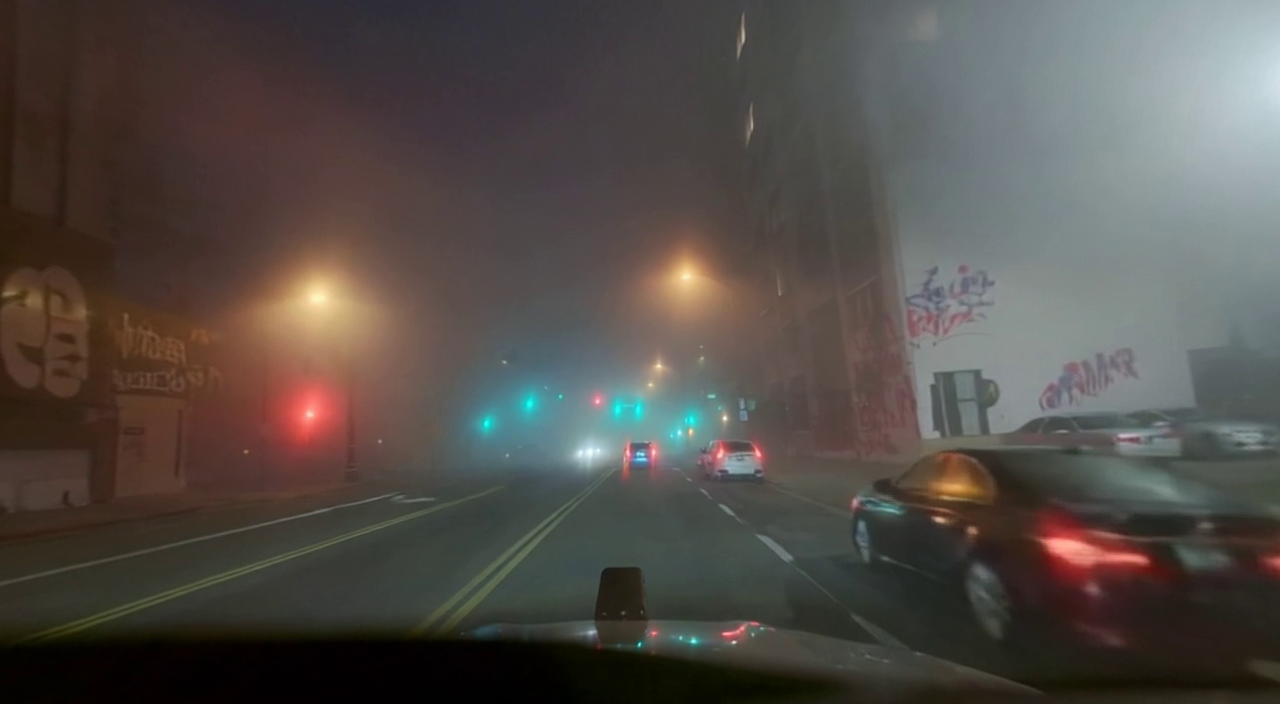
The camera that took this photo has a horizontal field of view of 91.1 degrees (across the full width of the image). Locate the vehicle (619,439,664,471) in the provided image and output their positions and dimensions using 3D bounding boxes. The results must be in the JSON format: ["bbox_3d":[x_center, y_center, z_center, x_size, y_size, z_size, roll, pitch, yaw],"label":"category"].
[{"bbox_3d":[0.089,5.228,32.170,2.153,1.505,4.452,0,-8,0],"label":"vehicle"}]

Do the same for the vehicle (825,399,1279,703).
[{"bbox_3d":[3.163,1.307,5.122,2.062,1.535,4.206,0,-8,1],"label":"vehicle"}]

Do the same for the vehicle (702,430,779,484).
[{"bbox_3d":[3.444,3.706,22.371,1.938,1.714,4.402,0,-8,0],"label":"vehicle"}]
